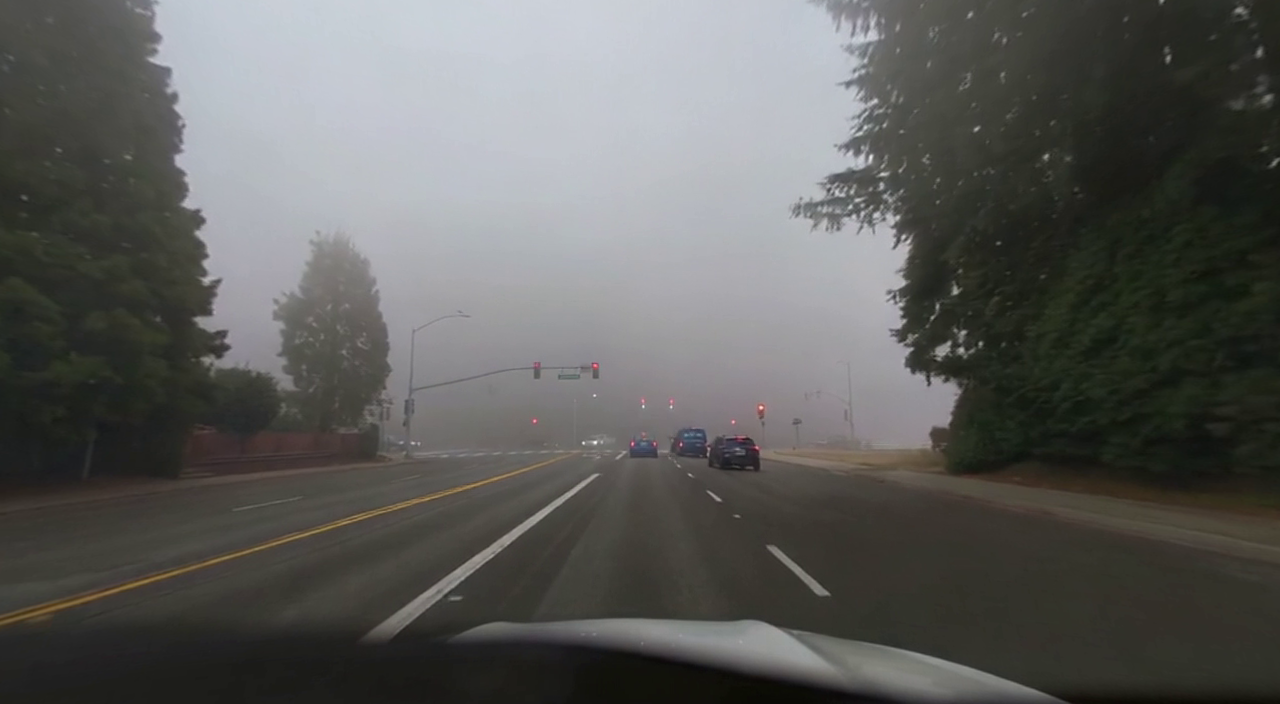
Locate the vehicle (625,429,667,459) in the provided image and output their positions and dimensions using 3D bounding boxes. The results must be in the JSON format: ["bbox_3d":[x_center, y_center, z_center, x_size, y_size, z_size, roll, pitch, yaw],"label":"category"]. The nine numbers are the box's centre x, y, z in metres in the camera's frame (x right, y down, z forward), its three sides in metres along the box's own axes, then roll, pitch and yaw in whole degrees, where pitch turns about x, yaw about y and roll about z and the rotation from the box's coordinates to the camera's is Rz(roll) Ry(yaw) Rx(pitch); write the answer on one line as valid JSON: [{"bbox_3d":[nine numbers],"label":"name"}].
[{"bbox_3d":[0.366,5.440,37.052,2.321,1.624,4.367,0,-8,1],"label":"vehicle"}]

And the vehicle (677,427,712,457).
[{"bbox_3d":[3.623,6.102,42.623,2.059,1.924,4.257,0,-8,0],"label":"vehicle"}]

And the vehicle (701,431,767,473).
[{"bbox_3d":[3.683,4.012,25.326,1.934,1.506,4.544,0,-8,-1],"label":"vehicle"}]
